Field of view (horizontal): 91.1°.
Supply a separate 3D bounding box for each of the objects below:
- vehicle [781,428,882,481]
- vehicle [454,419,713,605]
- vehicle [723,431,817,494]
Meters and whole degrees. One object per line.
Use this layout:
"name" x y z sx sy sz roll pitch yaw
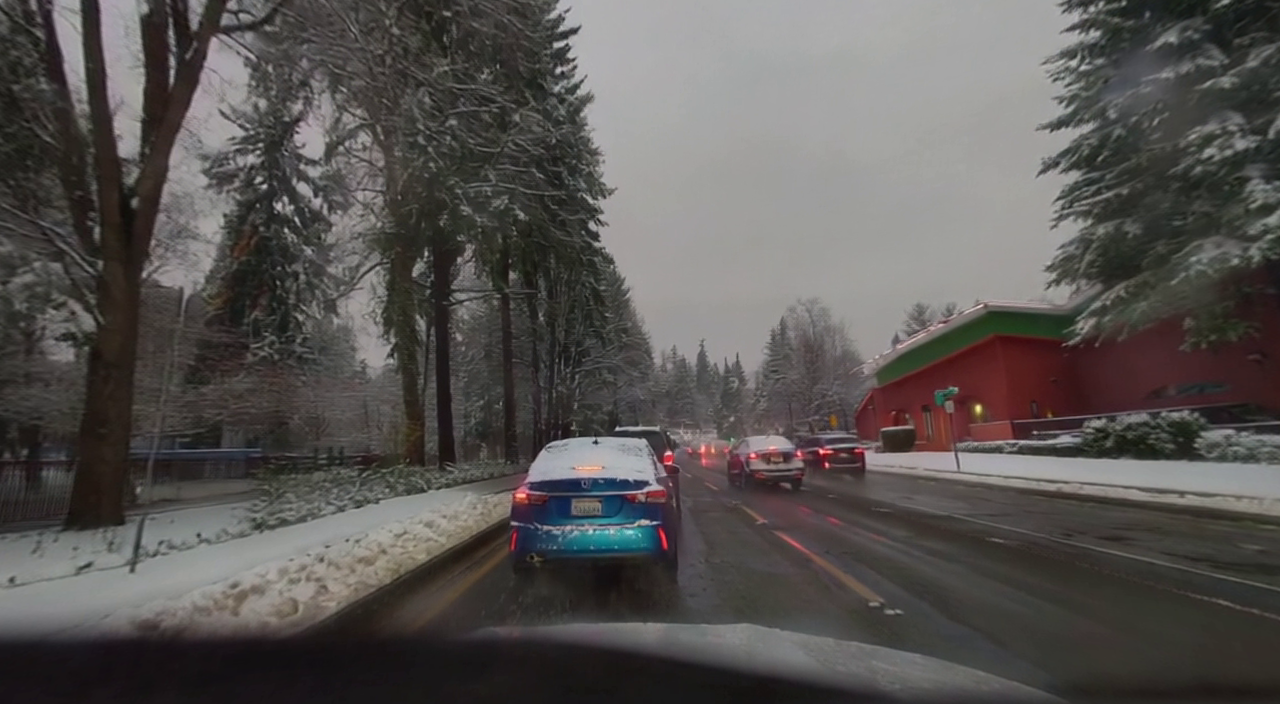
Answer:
"vehicle" 7.394 4.021 24.915 2.253 1.854 5.409 0 -8 0
"vehicle" -0.488 1.612 7.222 2.111 1.506 4.018 0 -8 -1
"vehicle" 3.751 3.266 18.907 1.946 1.648 4.230 0 -8 0
